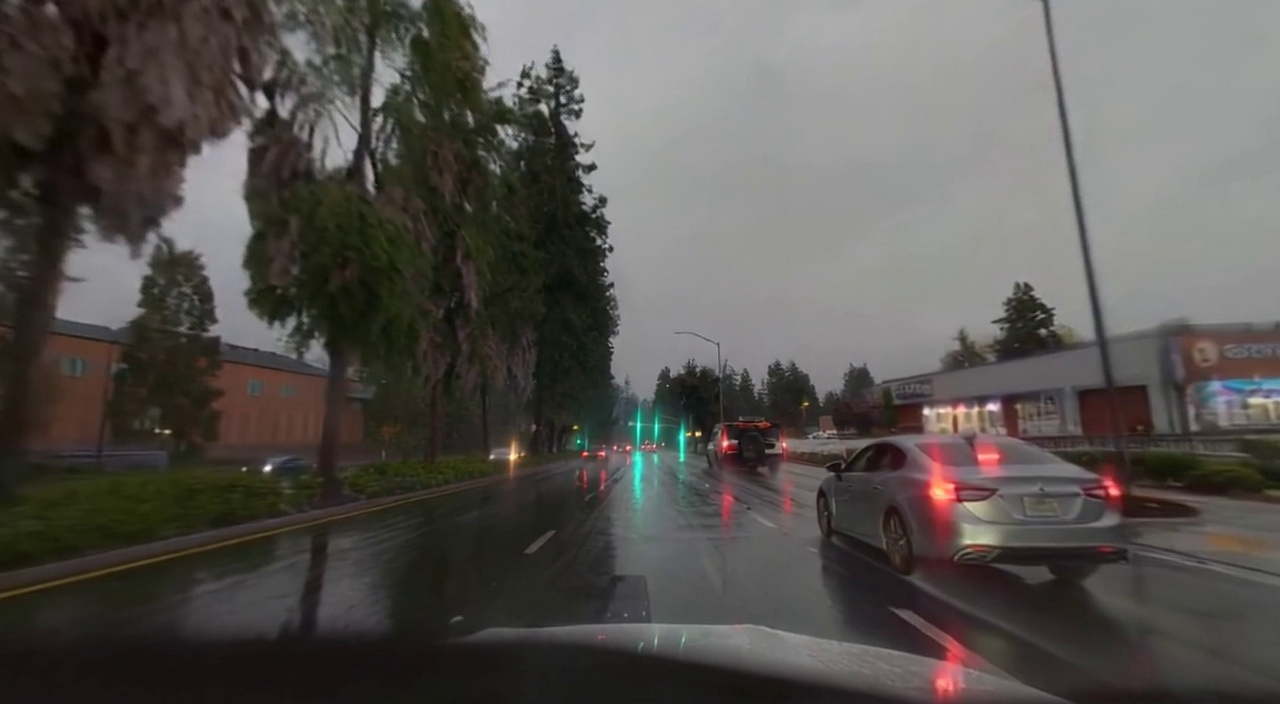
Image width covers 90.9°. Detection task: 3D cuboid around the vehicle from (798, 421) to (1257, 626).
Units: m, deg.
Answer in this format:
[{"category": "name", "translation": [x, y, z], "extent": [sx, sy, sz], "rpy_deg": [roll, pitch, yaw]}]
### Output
[{"category": "vehicle", "translation": [3.410, 1.593, 6.981], "extent": [2.095, 1.475, 4.686], "rpy_deg": [0, -8, 0]}]

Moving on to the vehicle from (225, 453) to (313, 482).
[{"category": "vehicle", "translation": [-20.926, 6.523, 35.817], "extent": [2.222, 1.472, 4.563], "rpy_deg": [0, -8, 1]}]

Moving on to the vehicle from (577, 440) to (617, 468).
[{"category": "vehicle", "translation": [-2.778, 6.770, 42.024], "extent": [2.250, 1.713, 4.422], "rpy_deg": [0, -8, 2]}]

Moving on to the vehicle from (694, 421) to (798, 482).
[{"category": "vehicle", "translation": [4.176, 4.127, 26.388], "extent": [3.245, 2.199, 6.295], "rpy_deg": [0, -8, 0]}]
